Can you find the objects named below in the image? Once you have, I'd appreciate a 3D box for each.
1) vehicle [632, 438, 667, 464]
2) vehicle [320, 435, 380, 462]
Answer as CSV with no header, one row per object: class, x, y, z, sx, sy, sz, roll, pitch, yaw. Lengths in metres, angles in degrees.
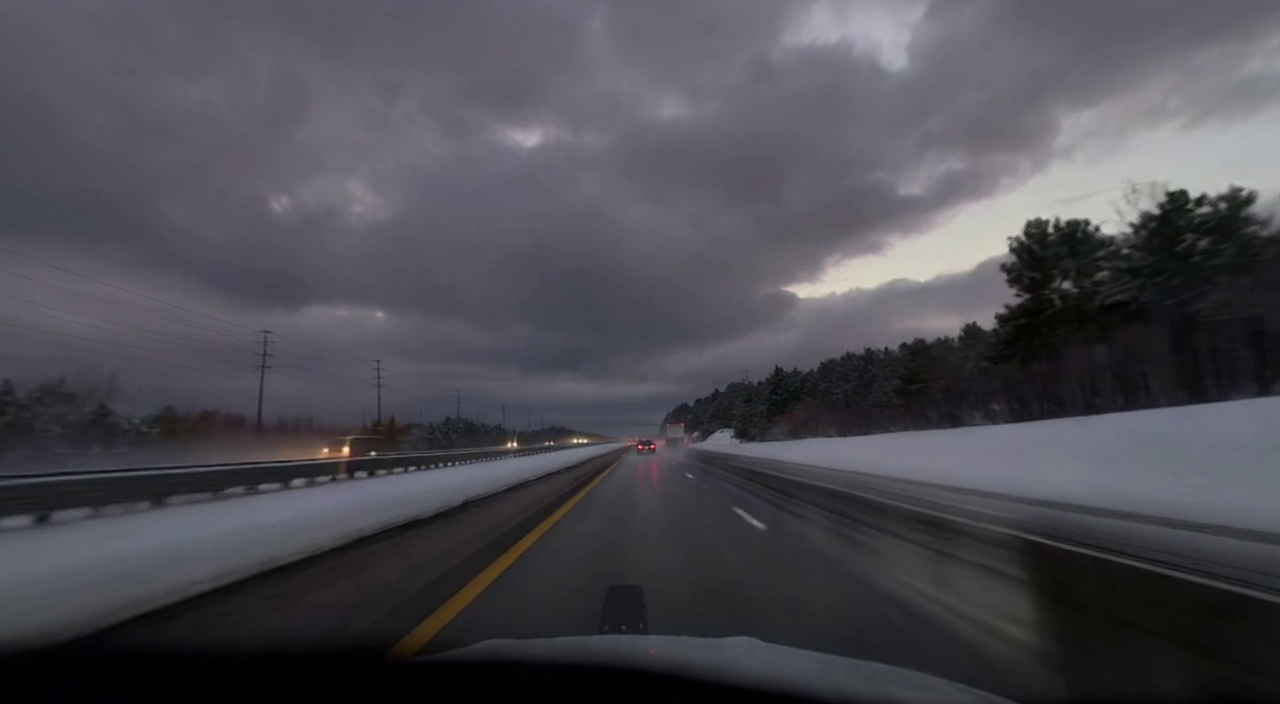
vehicle,0.647,6.560,41.878,2.192,1.556,4.132,-1,-8,1
vehicle,-21.454,7.184,46.935,2.039,1.874,4.958,-1,-8,1
